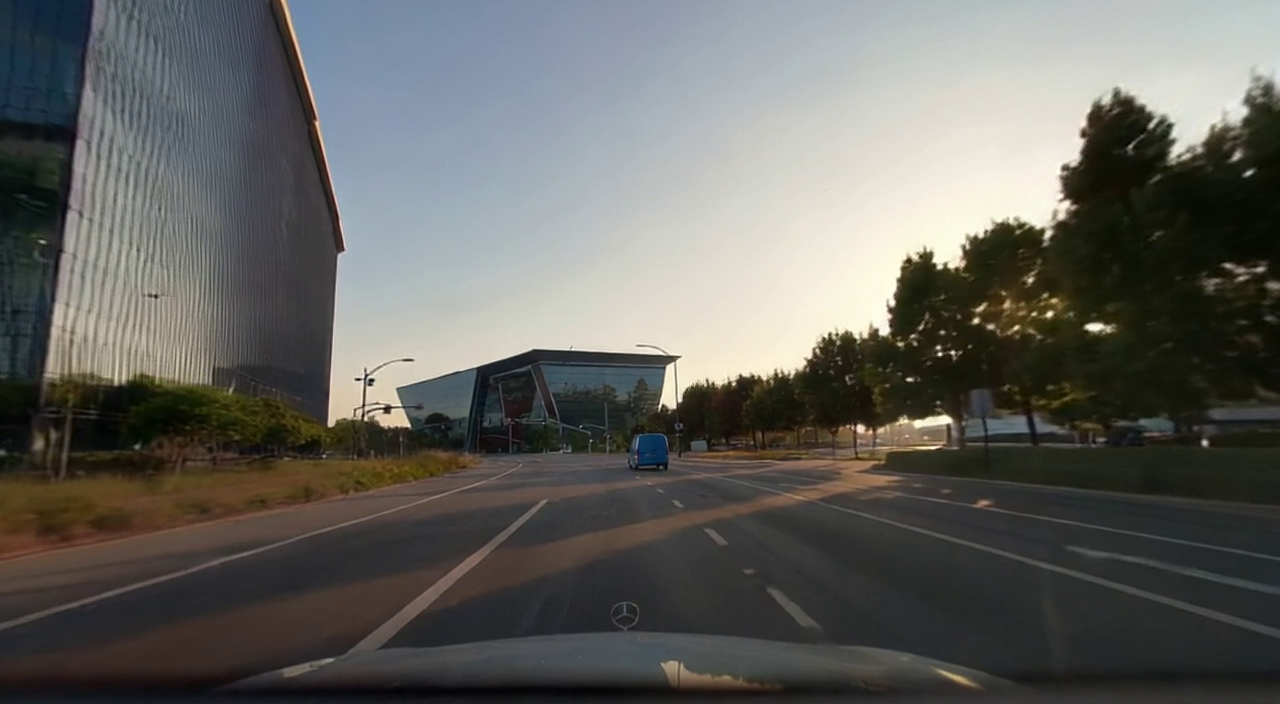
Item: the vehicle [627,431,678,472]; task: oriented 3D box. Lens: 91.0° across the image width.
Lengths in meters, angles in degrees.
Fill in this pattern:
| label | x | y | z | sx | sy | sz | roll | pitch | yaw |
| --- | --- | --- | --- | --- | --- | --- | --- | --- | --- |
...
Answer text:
| label | x | y | z | sx | sy | sz | roll | pitch | yaw |
| --- | --- | --- | --- | --- | --- | --- | --- | --- | --- |
| vehicle | 0.646 | 5.913 | 37.549 | 2.339 | 2.244 | 4.817 | 1 | -9 | -8 |
